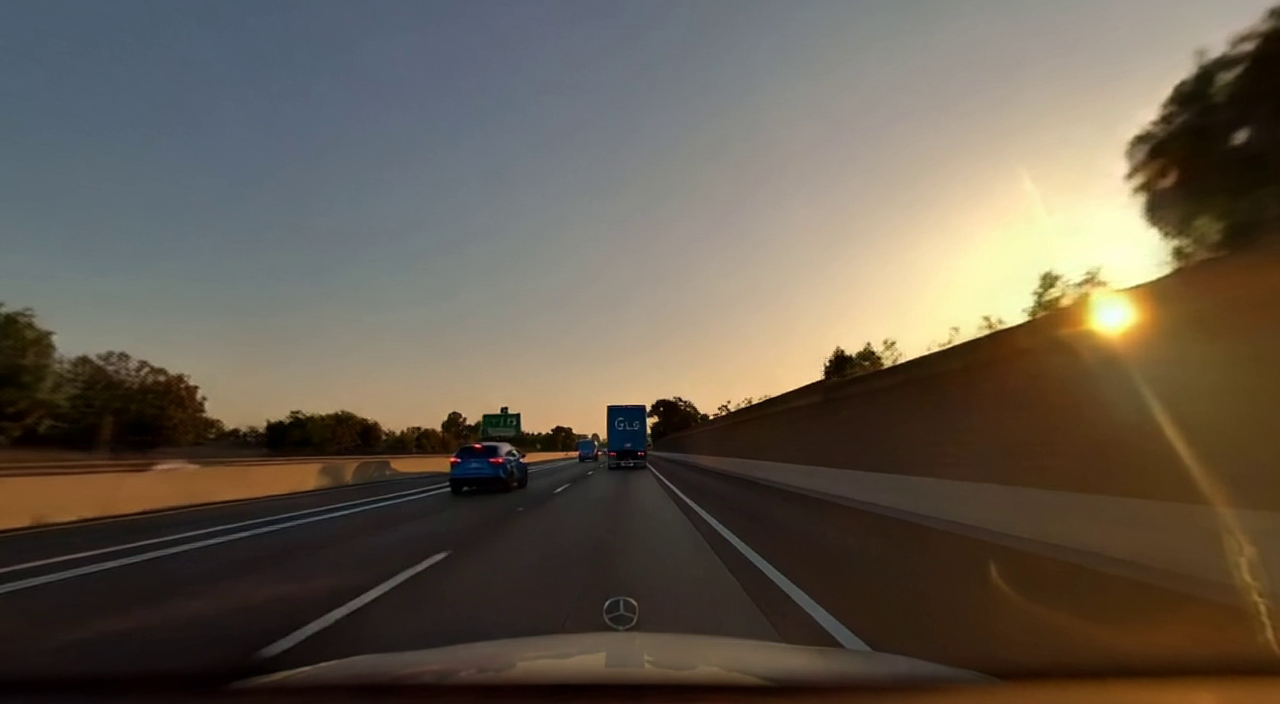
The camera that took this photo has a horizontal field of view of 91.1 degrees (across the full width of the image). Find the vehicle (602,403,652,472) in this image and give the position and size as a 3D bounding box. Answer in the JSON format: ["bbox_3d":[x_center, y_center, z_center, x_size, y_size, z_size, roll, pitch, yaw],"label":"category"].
[{"bbox_3d":[-0.884,5.753,41.628,2.923,4.007,9.760,0,-9,-1],"label":"vehicle"}]

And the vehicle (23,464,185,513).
[{"bbox_3d":[-18.551,4.719,22.107,1.839,1.427,4.416,0,-9,-1],"label":"vehicle"}]

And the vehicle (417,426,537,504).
[{"bbox_3d":[-4.582,3.281,18.627,2.226,1.935,5.130,0,-9,-1],"label":"vehicle"}]
